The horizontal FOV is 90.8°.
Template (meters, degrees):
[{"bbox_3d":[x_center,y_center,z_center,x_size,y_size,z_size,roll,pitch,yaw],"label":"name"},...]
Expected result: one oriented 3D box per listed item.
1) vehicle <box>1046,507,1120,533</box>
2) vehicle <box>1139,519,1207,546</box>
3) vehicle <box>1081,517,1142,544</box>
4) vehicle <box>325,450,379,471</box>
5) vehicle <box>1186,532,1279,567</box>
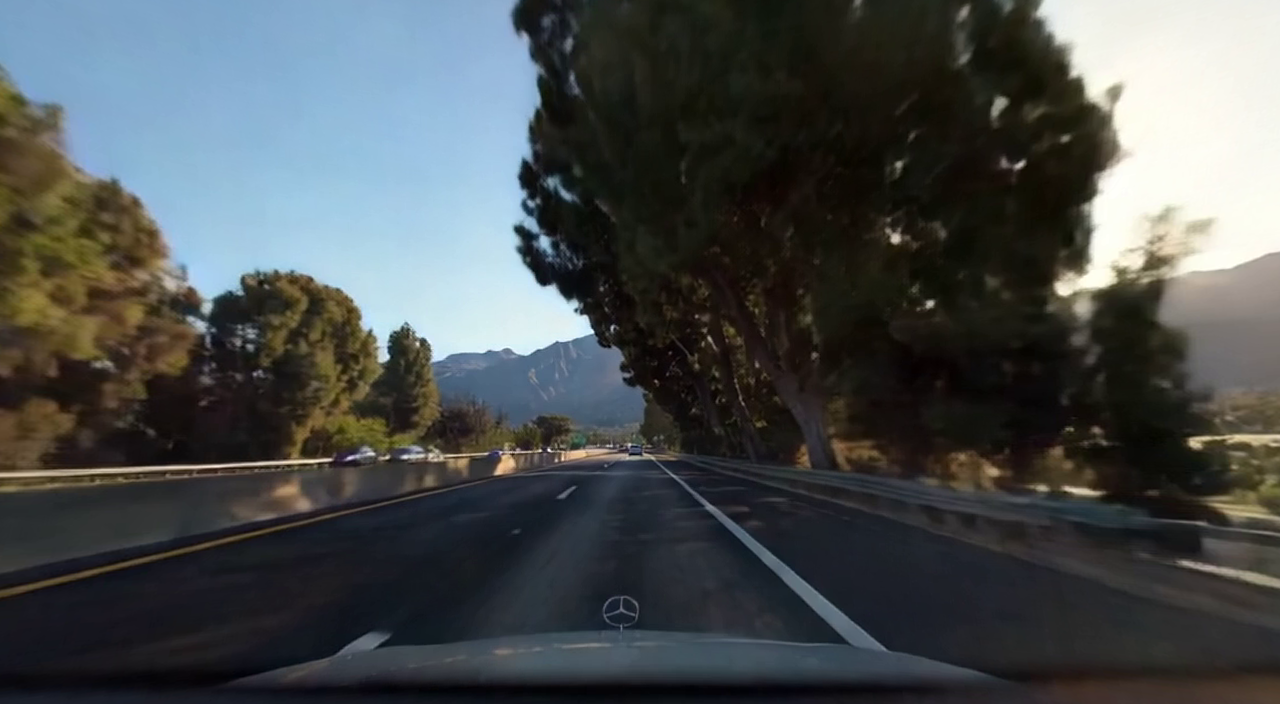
[{"bbox_3d":[34.759,13.168,49.634,4.190,1.776,2.089,0,-9,2],"label":"vehicle"},{"bbox_3d":[37.232,12.586,44.173,3.162,1.622,1.663,0,-9,0],"label":"vehicle"},{"bbox_3d":[35.106,13.266,47.057,2.908,1.632,1.996,0,-9,2],"label":"vehicle"},{"bbox_3d":[-21.619,8.144,47.679,1.853,1.495,4.676,0,-9,0],"label":"vehicle"},{"bbox_3d":[36.695,12.191,39.098,3.639,1.728,2.172,0,-9,1],"label":"vehicle"}]
